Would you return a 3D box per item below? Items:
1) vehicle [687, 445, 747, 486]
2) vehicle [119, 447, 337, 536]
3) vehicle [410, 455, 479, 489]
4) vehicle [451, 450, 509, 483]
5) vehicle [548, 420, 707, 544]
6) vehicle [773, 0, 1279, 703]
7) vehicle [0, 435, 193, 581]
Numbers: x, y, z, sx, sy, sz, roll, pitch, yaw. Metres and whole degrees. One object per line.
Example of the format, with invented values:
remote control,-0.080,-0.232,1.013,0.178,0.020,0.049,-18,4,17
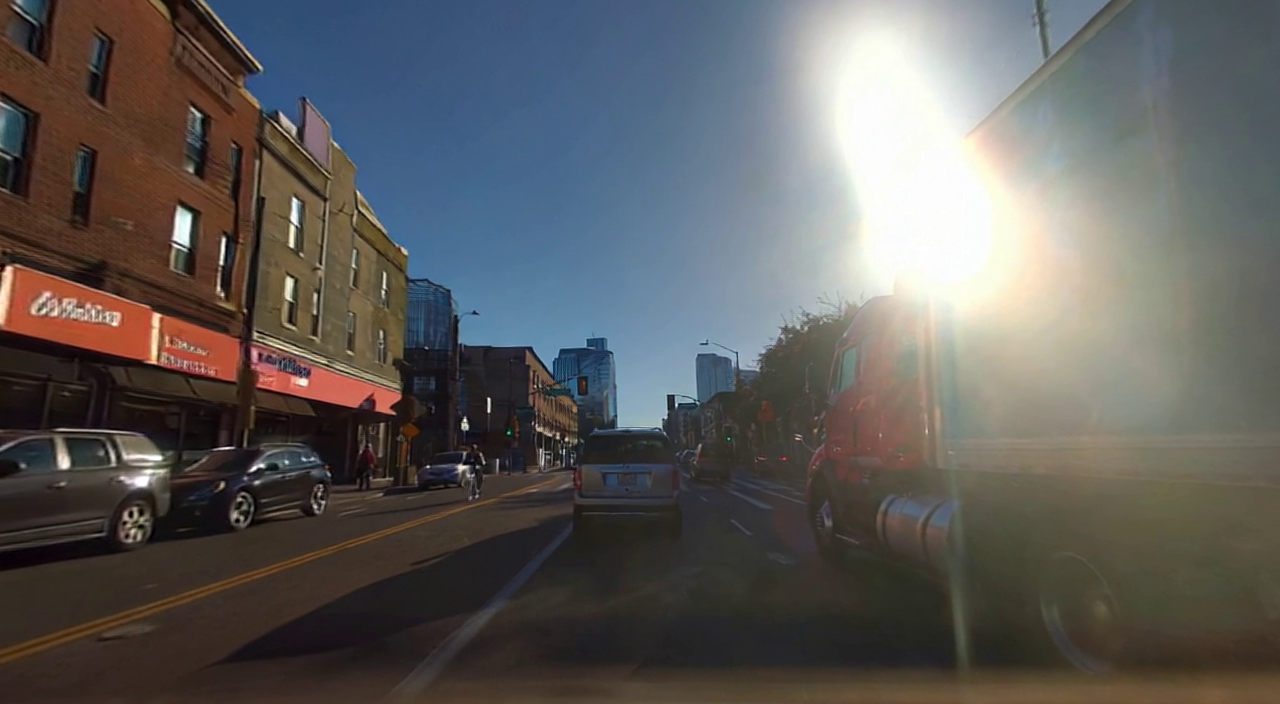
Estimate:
vehicle,3.355,5.046,28.425,2.159,1.696,4.316,0,-9,0
vehicle,-8.842,2.976,14.144,1.896,1.652,4.269,0,-9,1
vehicle,-8.700,5.360,28.523,1.805,1.379,4.359,0,-9,-1
vehicle,-8.689,6.220,34.696,2.084,1.686,4.422,0,-9,-1
vehicle,-0.192,2.231,11.502,2.283,1.783,4.548,0,-9,0
vehicle,2.962,0.015,2.280,2.913,3.771,9.716,0,-9,1
vehicle,-8.796,1.976,8.239,2.065,1.758,5.144,0,-9,1
